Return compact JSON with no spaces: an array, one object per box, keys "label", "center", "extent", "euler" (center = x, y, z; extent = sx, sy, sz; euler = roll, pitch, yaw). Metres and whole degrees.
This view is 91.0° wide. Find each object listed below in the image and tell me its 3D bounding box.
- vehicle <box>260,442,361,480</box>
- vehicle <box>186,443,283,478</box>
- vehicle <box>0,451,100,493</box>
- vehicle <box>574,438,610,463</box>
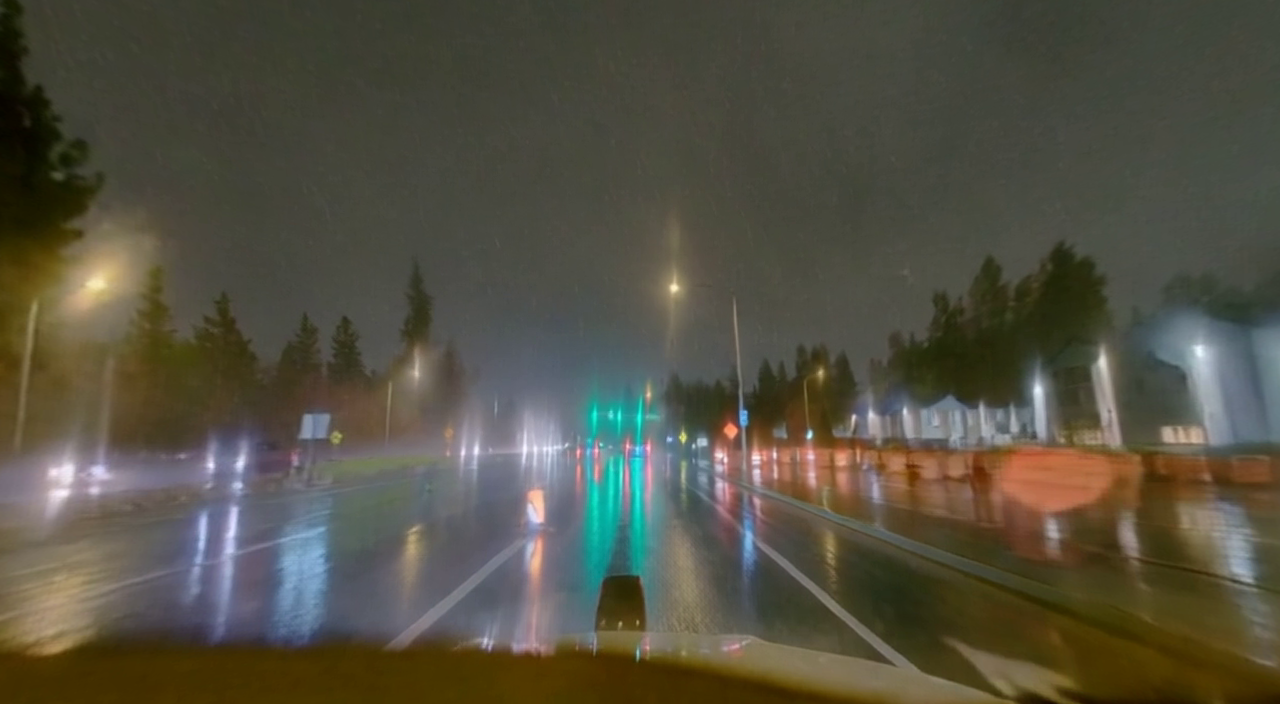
[{"label":"vehicle","center":[-14.250,4.732,27.540],"extent":[1.953,1.509,4.452],"euler":[0,-9,1]},{"label":"vehicle","center":[-21.001,5.626,32.901],"extent":[2.020,1.685,4.491],"euler":[0,-9,0]},{"label":"vehicle","center":[-24.831,4.804,25.590],"extent":[1.834,1.502,4.346],"euler":[0,-9,0]},{"label":"vehicle","center":[-3.397,7.113,45.357],"extent":[2.198,1.663,4.519],"euler":[0,-9,1]}]
